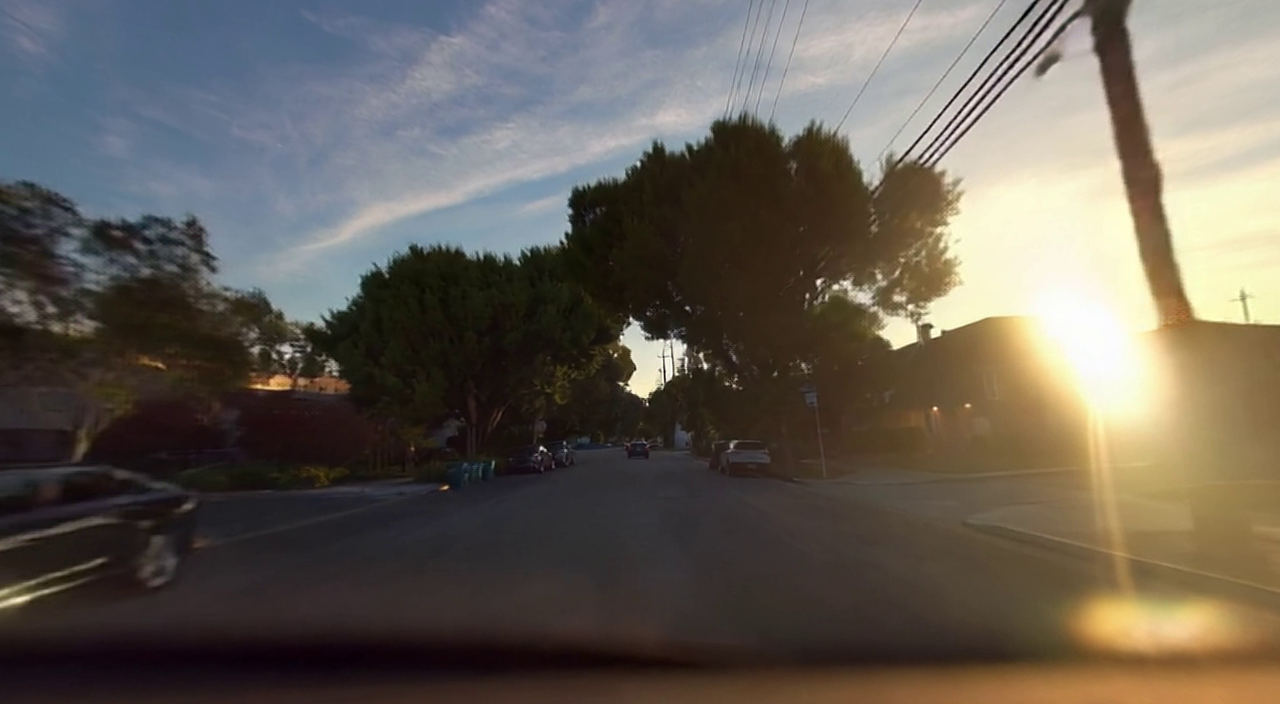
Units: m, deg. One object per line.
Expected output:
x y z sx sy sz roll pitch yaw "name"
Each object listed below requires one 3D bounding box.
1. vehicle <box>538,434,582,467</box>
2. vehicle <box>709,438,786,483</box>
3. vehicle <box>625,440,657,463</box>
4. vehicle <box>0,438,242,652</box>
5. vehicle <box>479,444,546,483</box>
-5.839 7.265 46.958 2.284 2.119 5.984 -4 -7 1 "vehicle"
4.096 4.225 24.969 2.144 1.572 5.026 0 -8 0 "vehicle"
0.036 6.965 44.353 2.062 1.509 4.305 -1 -8 -1 "vehicle"
-5.916 1.666 5.479 1.769 1.572 4.990 -4 -6 0 "vehicle"
-5.996 5.269 30.406 2.094 1.433 5.740 -4 -7 -2 "vehicle"
